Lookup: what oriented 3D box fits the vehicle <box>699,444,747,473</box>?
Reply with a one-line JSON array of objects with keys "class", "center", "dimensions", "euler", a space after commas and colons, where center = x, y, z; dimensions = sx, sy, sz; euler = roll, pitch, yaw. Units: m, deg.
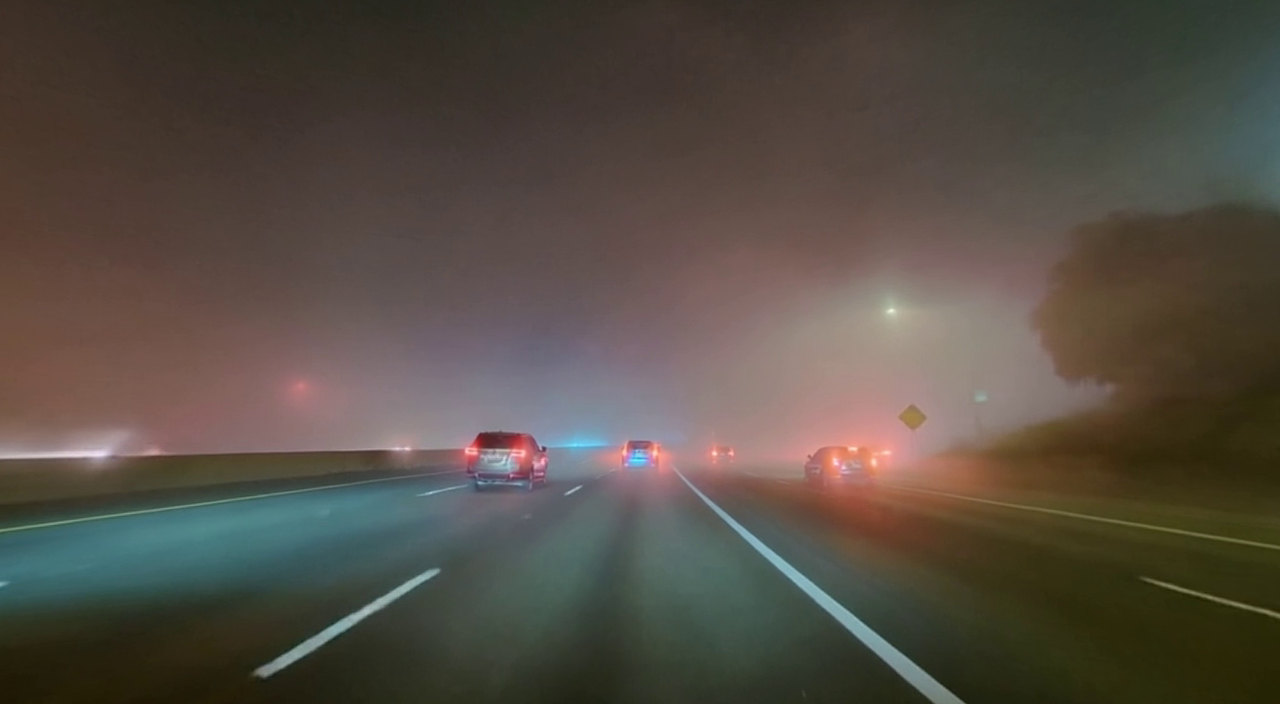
[{"class": "vehicle", "center": [4.400, 5.721, 34.042], "dimensions": [2.005, 1.456, 4.287], "euler": [0, -9, 0]}]

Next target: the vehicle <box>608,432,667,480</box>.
[{"class": "vehicle", "center": [-0.074, 4.418, 26.923], "dimensions": [2.270, 1.862, 4.949], "euler": [0, -9, 1]}]

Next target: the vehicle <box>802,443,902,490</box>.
[{"class": "vehicle", "center": [7.234, 3.943, 22.017], "dimensions": [1.936, 1.480, 4.373], "euler": [0, -9, 0]}]

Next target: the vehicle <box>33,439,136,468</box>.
[{"class": "vehicle", "center": [-33.688, 6.157, 38.365], "dimensions": [1.934, 1.644, 4.487], "euler": [-1, -9, 4]}]

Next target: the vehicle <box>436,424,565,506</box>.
[{"class": "vehicle", "center": [-3.281, 2.771, 15.809], "dimensions": [2.142, 1.759, 4.297], "euler": [0, -9, 1]}]
